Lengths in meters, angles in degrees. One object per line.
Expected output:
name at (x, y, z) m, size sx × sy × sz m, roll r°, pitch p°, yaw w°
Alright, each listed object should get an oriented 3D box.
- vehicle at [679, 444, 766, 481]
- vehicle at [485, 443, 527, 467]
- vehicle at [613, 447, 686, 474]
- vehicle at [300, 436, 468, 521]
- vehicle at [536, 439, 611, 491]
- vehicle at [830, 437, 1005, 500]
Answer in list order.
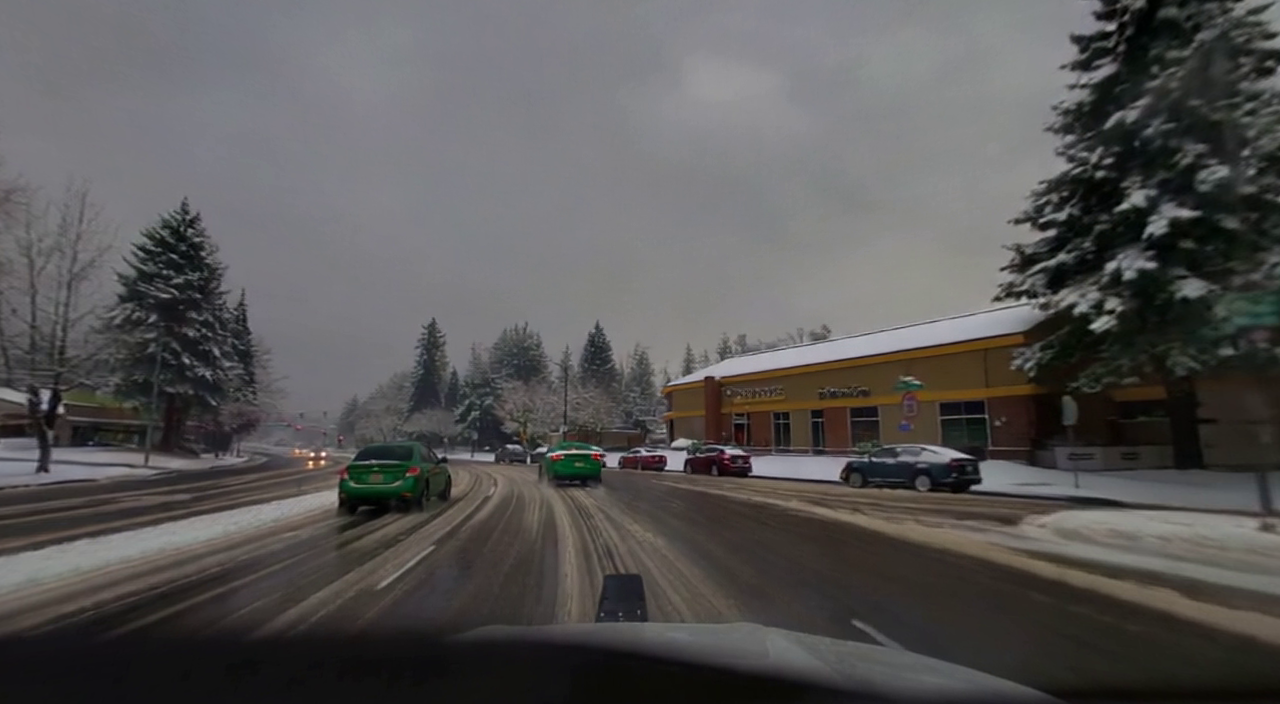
vehicle at (3.694, 5.038, 28.935) m, size 1.952 × 1.547 × 4.091 m, roll 4°, pitch -10°, yaw -26°
vehicle at (-8.771, 6.668, 40.913) m, size 1.920 × 1.416 × 4.310 m, roll 3°, pitch -9°, yaw -22°
vehicle at (0.444, 6.211, 36.408) m, size 2.038 × 1.446 × 4.896 m, roll 5°, pitch -10°, yaw -28°
vehicle at (-5.226, 2.616, 13.692) m, size 2.105 × 1.477 × 4.857 m, roll 1°, pitch -9°, yaw -7°
vehicle at (-2.298, 3.661, 20.771) m, size 2.001 × 1.483 × 4.442 m, roll 2°, pitch -9°, yaw -12°
vehicle at (8.532, 3.594, 19.947) m, size 2.095 × 1.697 × 4.801 m, roll 4°, pitch -9°, yaw -25°
